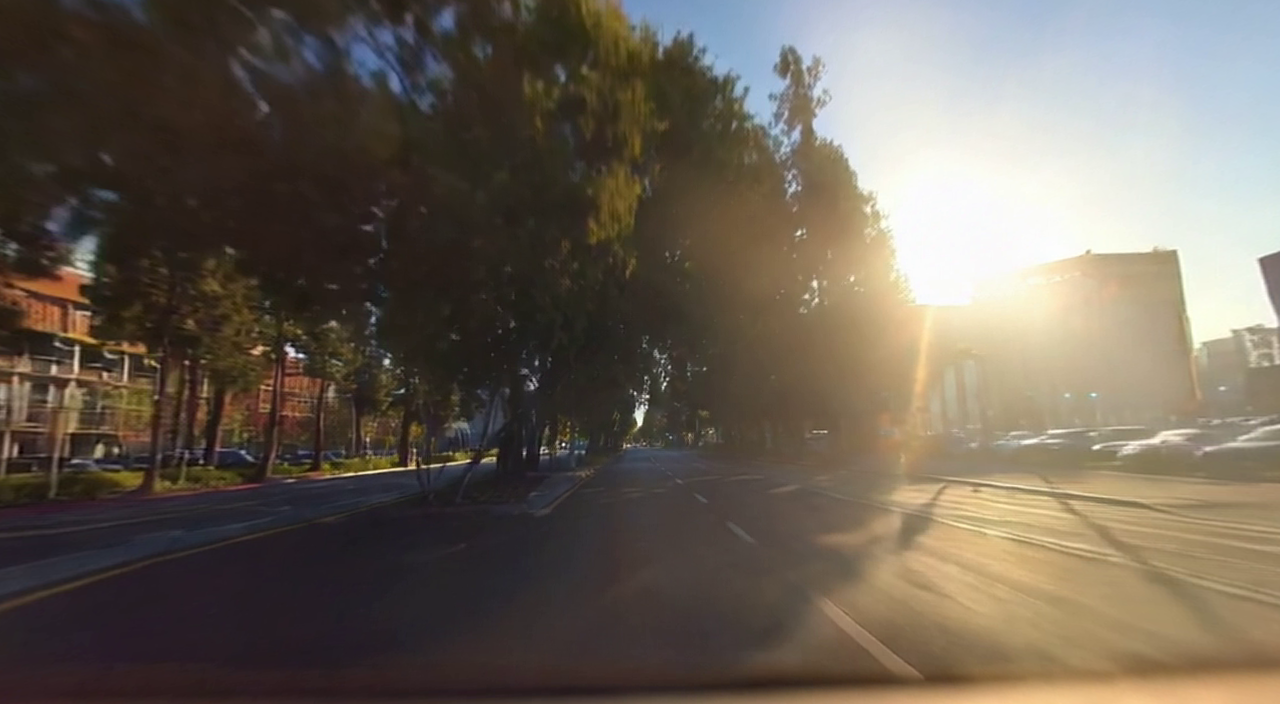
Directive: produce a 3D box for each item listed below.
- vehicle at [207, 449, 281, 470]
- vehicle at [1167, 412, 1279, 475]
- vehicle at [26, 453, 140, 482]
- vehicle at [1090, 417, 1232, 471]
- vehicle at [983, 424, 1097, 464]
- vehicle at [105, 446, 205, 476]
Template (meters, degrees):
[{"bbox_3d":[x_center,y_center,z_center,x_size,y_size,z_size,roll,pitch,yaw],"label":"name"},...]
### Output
[{"bbox_3d":[-29.957,8.130,47.853,4.293,1.524,1.850,0,-9,1],"label":"vehicle"},{"bbox_3d":[17.928,2.693,18.618,4.095,1.657,2.177,4,-10,-29],"label":"vehicle"},{"bbox_3d":[-30.269,6.271,34.419,4.401,1.460,1.825,0,-9,-1],"label":"vehicle"},{"bbox_3d":[17.556,3.100,21.262,4.511,1.644,2.066,5,-10,-30],"label":"vehicle"},{"bbox_3d":[17.654,4.072,27.896,4.638,1.648,1.887,4,-9,-24],"label":"vehicle"},{"bbox_3d":[-30.182,6.777,39.428,4.528,1.695,1.945,-1,-9,-4],"label":"vehicle"}]
